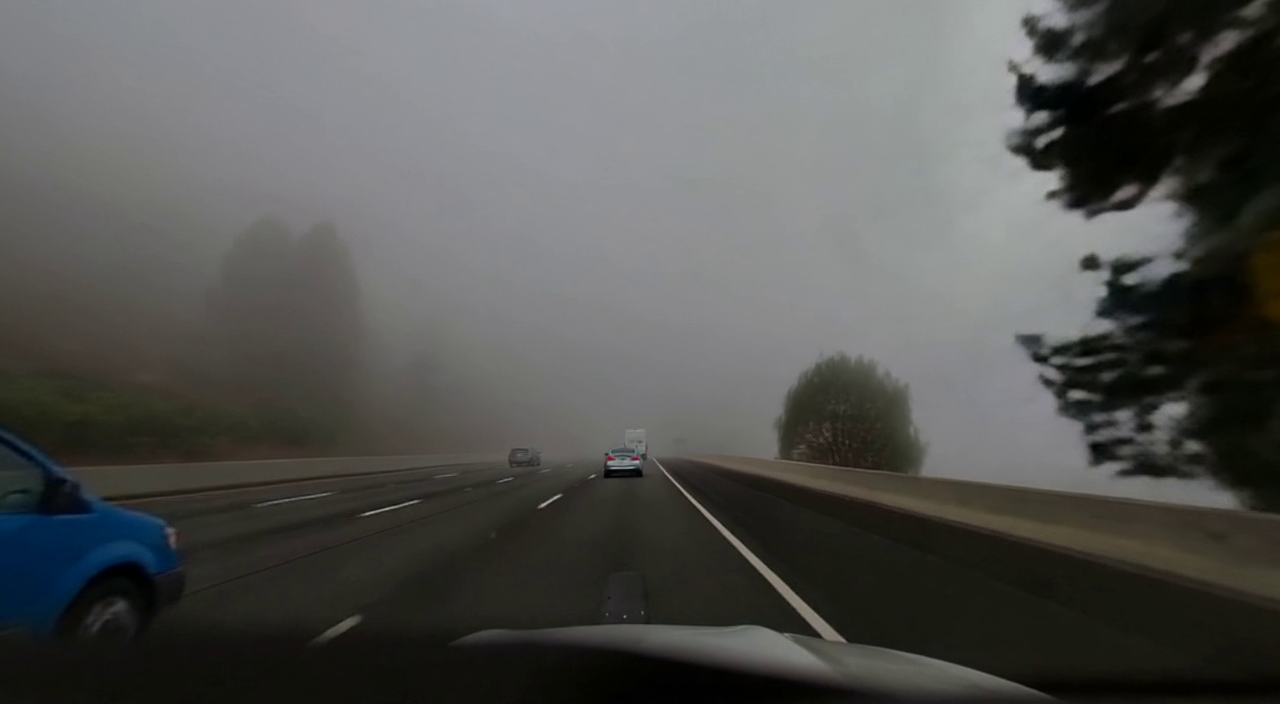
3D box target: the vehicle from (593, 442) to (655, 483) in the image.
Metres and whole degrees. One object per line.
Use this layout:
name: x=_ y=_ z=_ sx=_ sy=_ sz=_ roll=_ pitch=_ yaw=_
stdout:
vehicle: x=-0.585 y=4.335 z=24.908 sx=2.238 sy=1.479 sz=3.672 roll=0 pitch=-9 yaw=0
